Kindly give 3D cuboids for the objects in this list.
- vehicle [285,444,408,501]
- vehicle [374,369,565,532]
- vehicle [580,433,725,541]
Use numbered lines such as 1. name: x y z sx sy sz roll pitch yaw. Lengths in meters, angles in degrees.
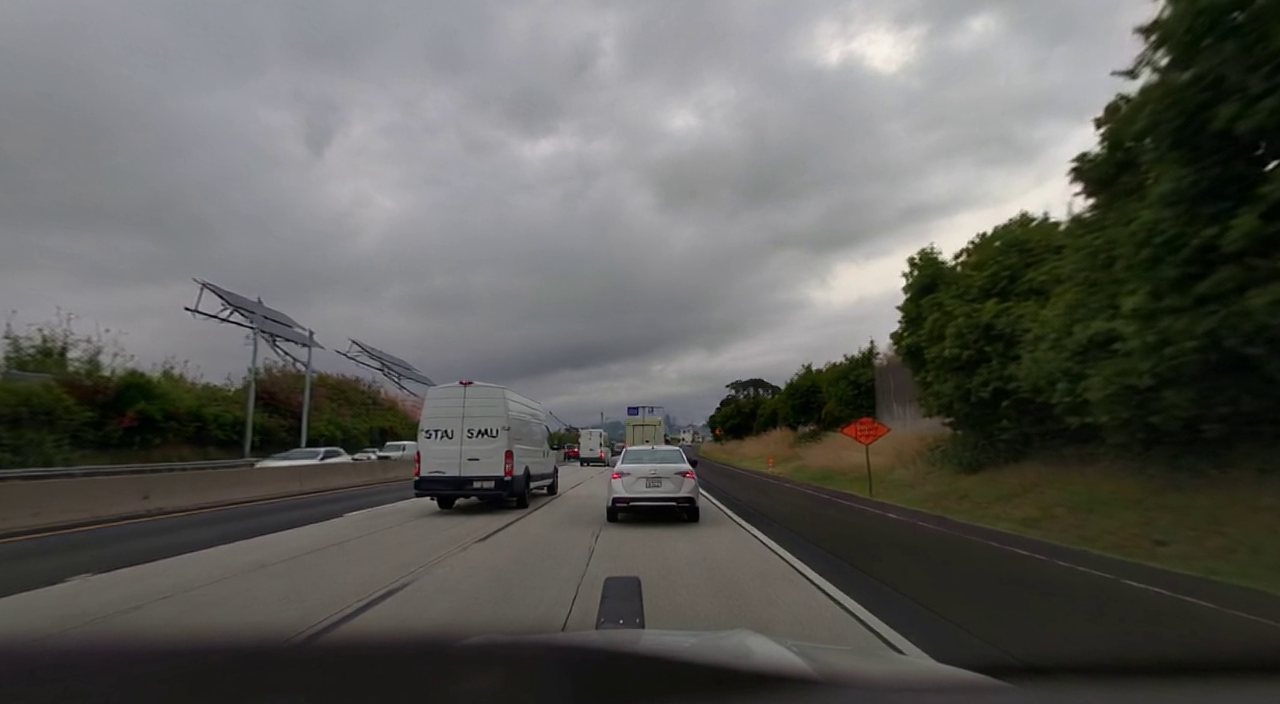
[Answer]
1. vehicle: -8.498 3.494 18.660 1.876 1.482 3.539 0 -9 0
2. vehicle: -3.279 2.170 14.103 2.289 2.757 6.726 0 -9 1
3. vehicle: 0.161 2.197 10.805 2.063 1.507 3.488 0 -9 0
